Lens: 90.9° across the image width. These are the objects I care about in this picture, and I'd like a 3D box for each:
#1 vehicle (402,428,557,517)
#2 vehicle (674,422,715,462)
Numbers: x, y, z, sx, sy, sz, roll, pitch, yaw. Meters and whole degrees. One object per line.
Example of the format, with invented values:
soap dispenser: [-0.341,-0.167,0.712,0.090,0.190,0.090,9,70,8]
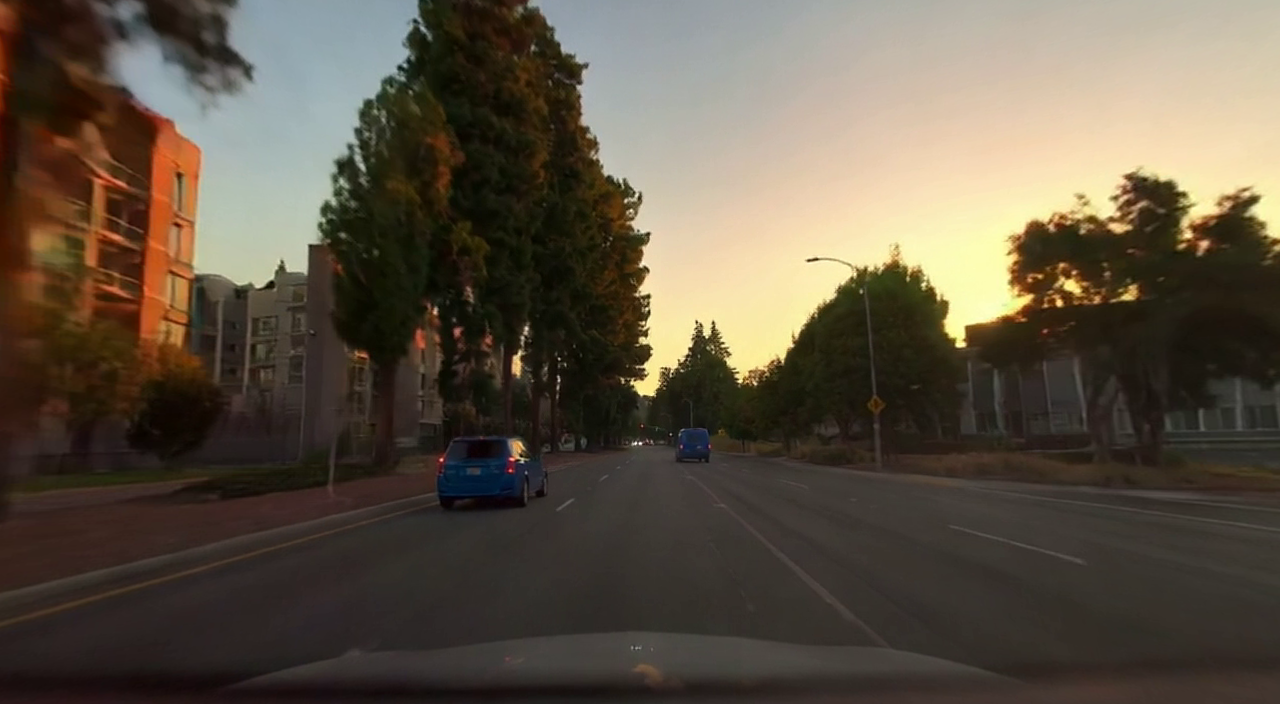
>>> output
vehicle: [-3.224,2.527,13.796,2.129,1.602,4.532,0,-8,1]
vehicle: [3.771,6.449,45.106,2.349,2.671,5.744,0,-8,-1]
